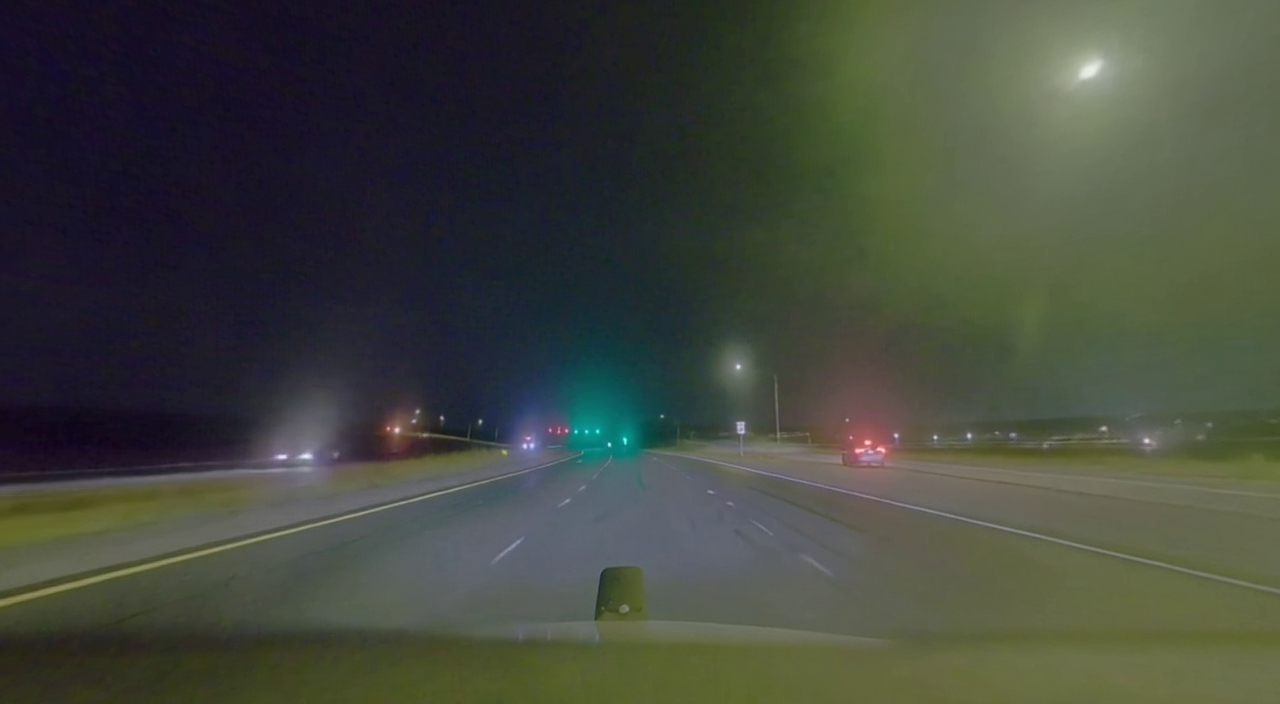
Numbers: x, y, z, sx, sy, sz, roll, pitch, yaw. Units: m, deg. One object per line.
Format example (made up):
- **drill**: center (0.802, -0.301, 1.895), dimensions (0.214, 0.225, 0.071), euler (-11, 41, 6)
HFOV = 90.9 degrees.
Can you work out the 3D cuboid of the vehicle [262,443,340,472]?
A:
- **vehicle**: center (-19.120, 5.952, 35.836), dimensions (1.912, 1.533, 4.713), euler (0, -8, -2)
